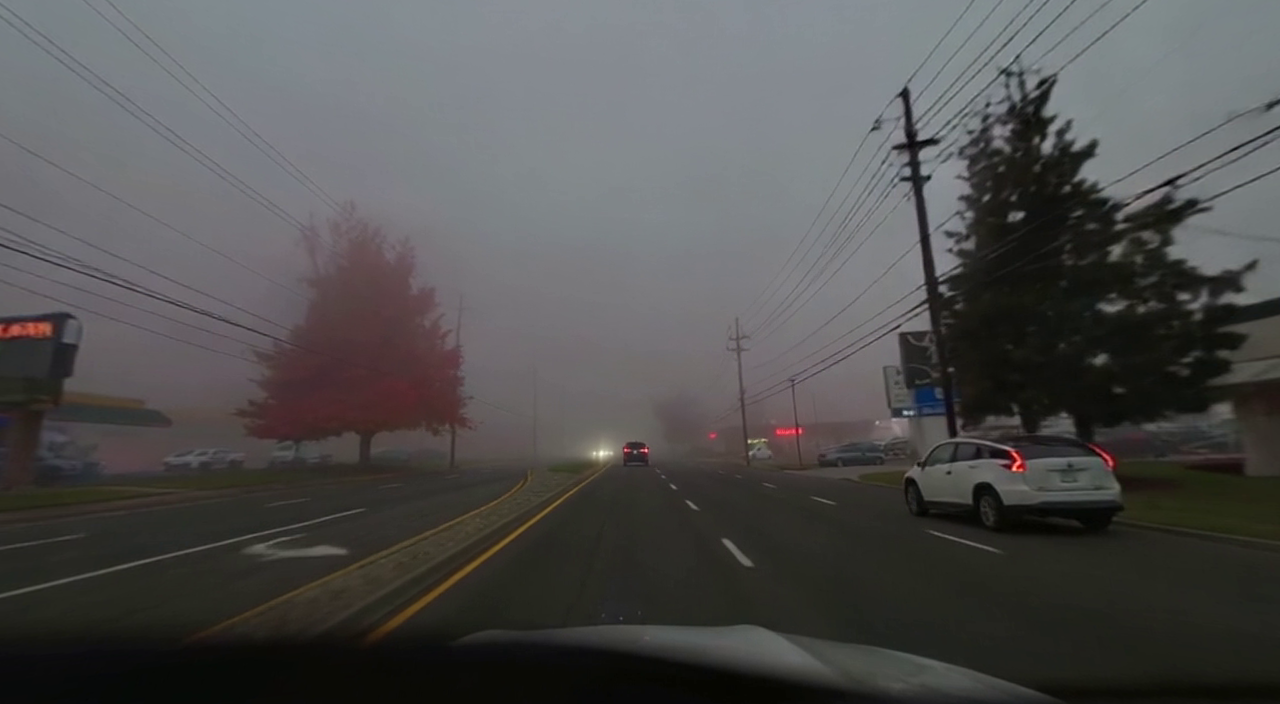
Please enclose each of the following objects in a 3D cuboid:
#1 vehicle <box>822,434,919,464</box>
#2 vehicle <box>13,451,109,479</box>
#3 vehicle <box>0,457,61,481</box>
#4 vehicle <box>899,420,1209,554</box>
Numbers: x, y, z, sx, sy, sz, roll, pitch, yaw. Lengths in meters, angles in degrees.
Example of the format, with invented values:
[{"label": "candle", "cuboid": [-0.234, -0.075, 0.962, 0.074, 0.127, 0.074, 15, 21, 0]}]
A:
[{"label": "vehicle", "cuboid": [16.535, 6.979, 45.466, 5.990, 1.834, 2.262, -2, -8, -5]}, {"label": "vehicle", "cuboid": [-41.924, 8.162, 45.839, 4.738, 1.734, 1.970, -1, -8, -9]}, {"label": "vehicle", "cuboid": [-40.662, 7.532, 40.551, 4.692, 1.445, 1.922, 1, -9, -10]}, {"label": "vehicle", "cuboid": [6.242, 2.067, 10.388, 1.995, 1.705, 4.434, 0, -9, -1]}]
